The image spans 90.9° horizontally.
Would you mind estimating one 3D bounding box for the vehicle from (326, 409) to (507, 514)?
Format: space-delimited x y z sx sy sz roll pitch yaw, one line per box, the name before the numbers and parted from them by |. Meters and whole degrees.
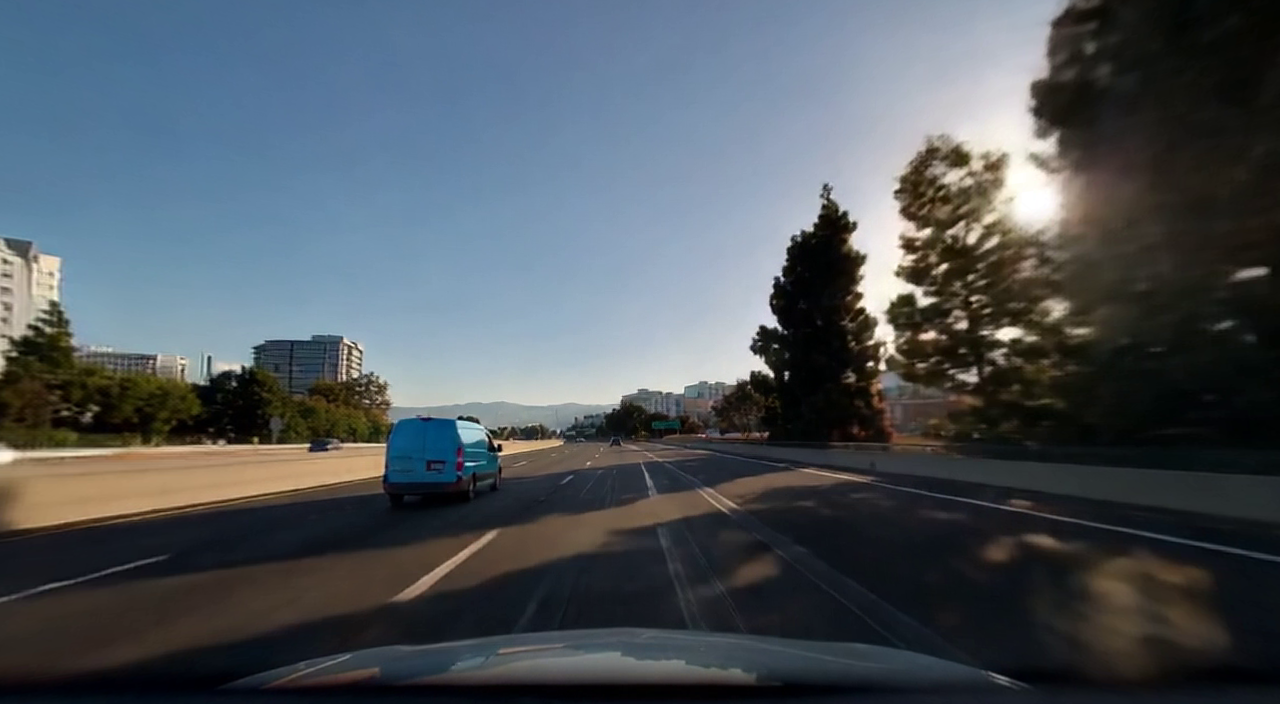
vehicle | -4.410 2.231 13.433 2.219 1.827 4.738 0 -8 -1
